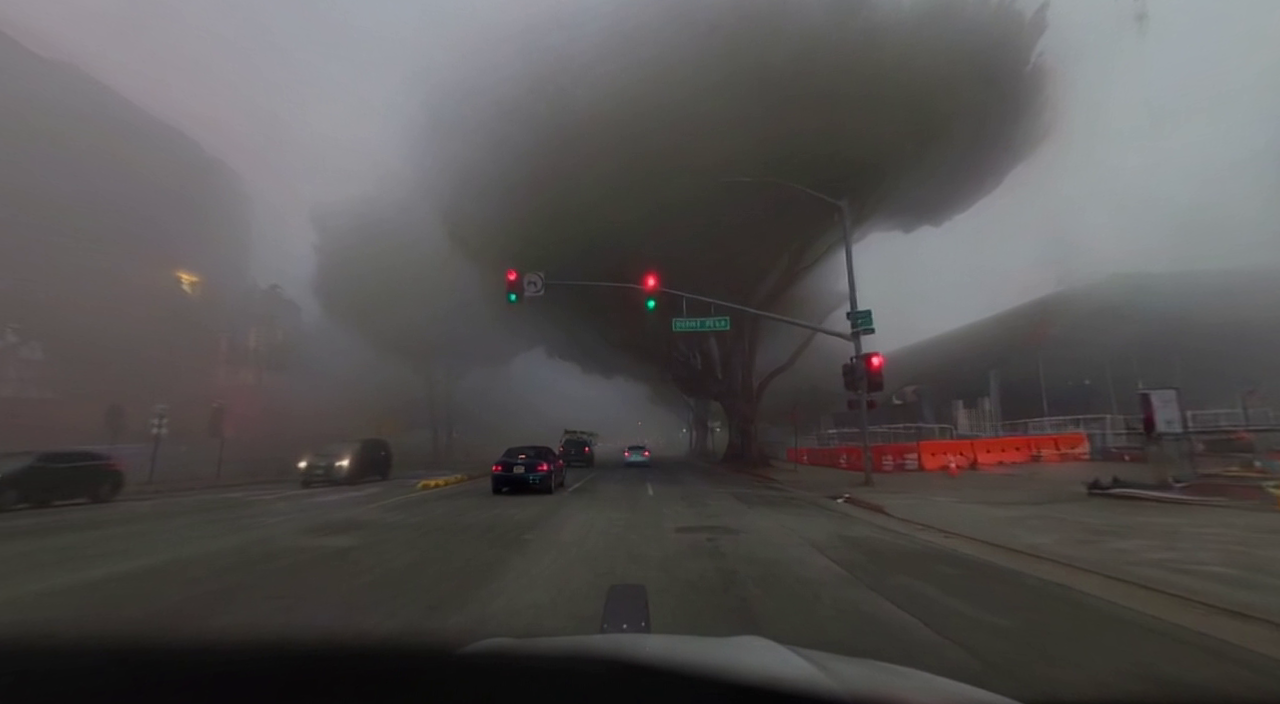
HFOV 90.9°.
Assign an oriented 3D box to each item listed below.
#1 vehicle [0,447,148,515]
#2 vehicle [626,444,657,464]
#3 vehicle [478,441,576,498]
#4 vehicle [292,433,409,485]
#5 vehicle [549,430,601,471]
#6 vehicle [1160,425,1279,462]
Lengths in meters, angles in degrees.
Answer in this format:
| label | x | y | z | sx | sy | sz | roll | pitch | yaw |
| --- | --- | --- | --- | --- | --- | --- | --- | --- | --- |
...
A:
| label | x | y | z | sx | sy | sz | roll | pitch | yaw |
| --- | --- | --- | --- | --- | --- | --- | --- | --- | --- |
| vehicle | -14.930 | 3.096 | 15.408 | 1.935 | 1.481 | 4.702 | -2 | -9 | 1 |
| vehicle | 0.088 | 7.482 | 46.406 | 2.171 | 1.422 | 4.146 | 0 | -9 | 0 |
| vehicle | -3.096 | 3.314 | 18.234 | 1.959 | 1.406 | 4.527 | 0 | -9 | 0 |
| vehicle | -11.626 | 4.333 | 25.785 | 2.291 | 1.890 | 4.998 | 0 | -9 | 1 |
| vehicle | -3.408 | 5.311 | 34.082 | 2.240 | 2.054 | 4.662 | 0 | -9 | 1 |
| vehicle | 27.959 | 4.388 | 30.295 | 4.014 | 1.681 | 1.834 | -3 | -9 | 20 |
